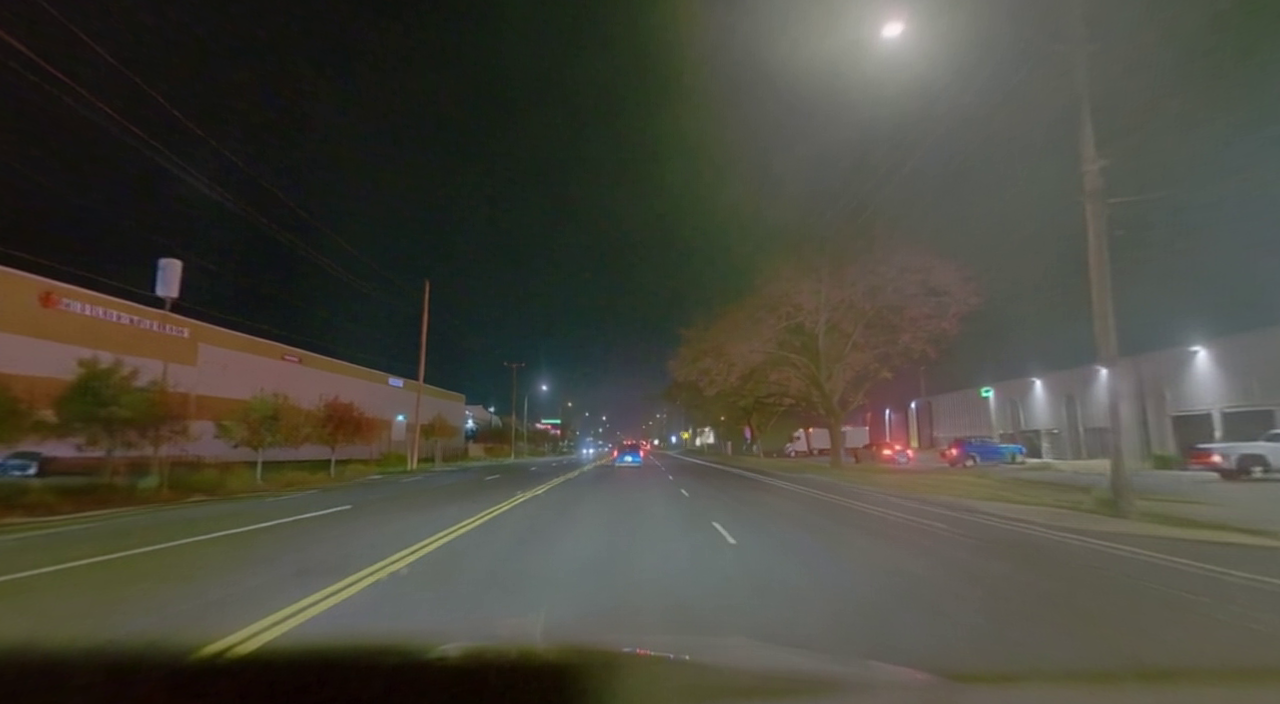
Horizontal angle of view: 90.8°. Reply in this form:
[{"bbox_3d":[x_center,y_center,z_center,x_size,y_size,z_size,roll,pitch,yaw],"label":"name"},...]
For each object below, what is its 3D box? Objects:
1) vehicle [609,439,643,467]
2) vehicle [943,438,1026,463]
[{"bbox_3d":[-0.801,6.095,38.191,1.937,1.588,3.746,0,-8,0],"label":"vehicle"},{"bbox_3d":[24.856,7.129,45.745,4.805,1.781,1.974,0,-8,0],"label":"vehicle"}]
